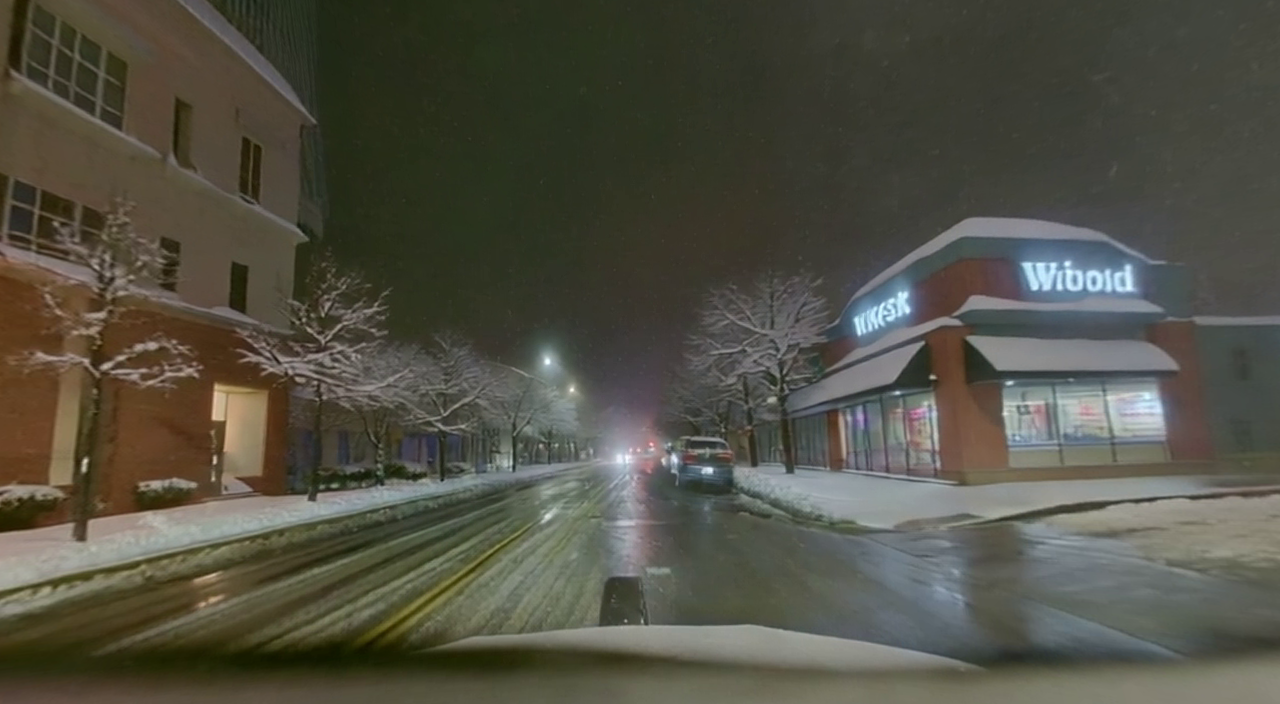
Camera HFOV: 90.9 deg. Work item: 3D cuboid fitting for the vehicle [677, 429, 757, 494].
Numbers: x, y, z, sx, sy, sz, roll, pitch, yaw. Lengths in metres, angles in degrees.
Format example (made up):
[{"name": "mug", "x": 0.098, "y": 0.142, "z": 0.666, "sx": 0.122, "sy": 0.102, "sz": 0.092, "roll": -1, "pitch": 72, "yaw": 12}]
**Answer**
[{"name": "vehicle", "x": 2.596, "y": 3.868, "z": 22.531, "sx": 2.150, "sy": 2.013, "sz": 4.748, "roll": 0, "pitch": -9, "yaw": -1}]
